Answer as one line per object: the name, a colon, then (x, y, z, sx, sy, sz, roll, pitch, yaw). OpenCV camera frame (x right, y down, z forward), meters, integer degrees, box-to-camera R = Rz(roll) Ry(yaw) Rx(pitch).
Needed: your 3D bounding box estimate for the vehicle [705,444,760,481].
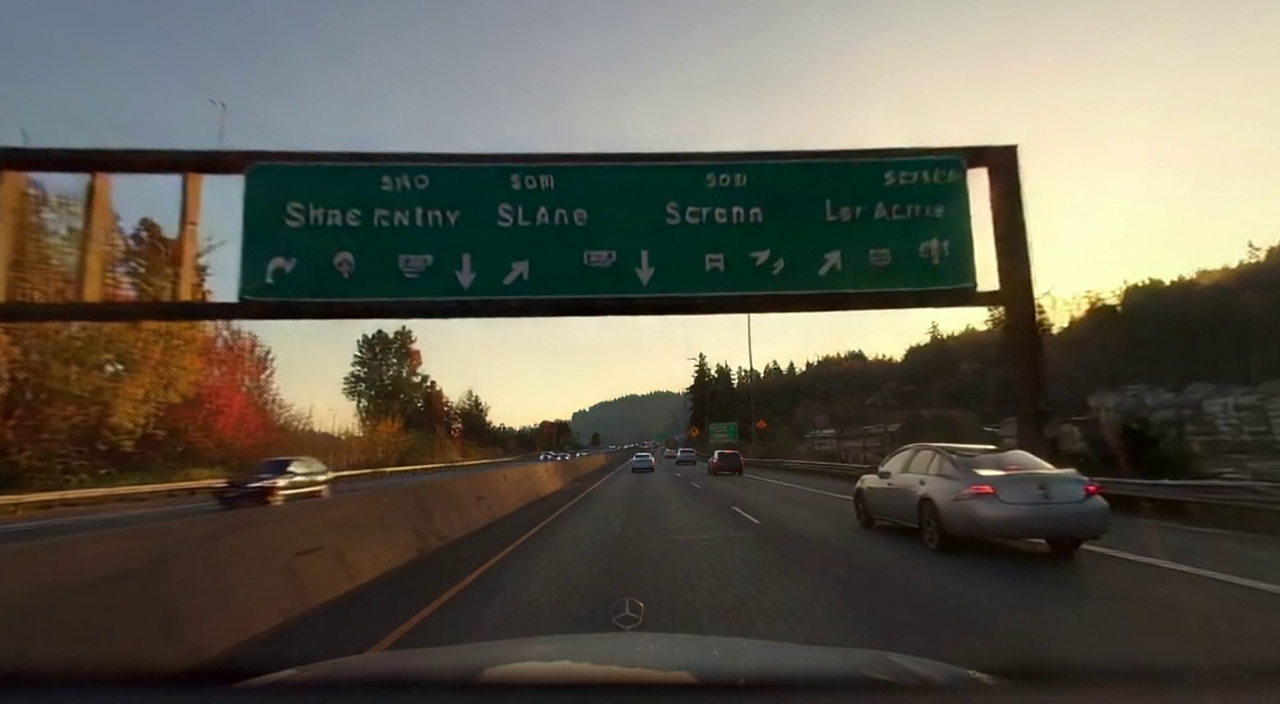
vehicle: (4.330, 5.230, 30.023, 1.935, 1.594, 3.981, 0, -9, -1)

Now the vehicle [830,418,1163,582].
vehicle: (4.290, 1.846, 8.676, 1.969, 1.639, 4.472, 0, -9, 0)

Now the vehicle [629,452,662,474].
vehicle: (0.356, 7.142, 40.772, 2.012, 1.320, 3.777, 0, -9, 1)

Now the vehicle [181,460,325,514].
vehicle: (-12.313, 4.293, 20.472, 1.830, 1.463, 4.503, 0, -9, 0)
